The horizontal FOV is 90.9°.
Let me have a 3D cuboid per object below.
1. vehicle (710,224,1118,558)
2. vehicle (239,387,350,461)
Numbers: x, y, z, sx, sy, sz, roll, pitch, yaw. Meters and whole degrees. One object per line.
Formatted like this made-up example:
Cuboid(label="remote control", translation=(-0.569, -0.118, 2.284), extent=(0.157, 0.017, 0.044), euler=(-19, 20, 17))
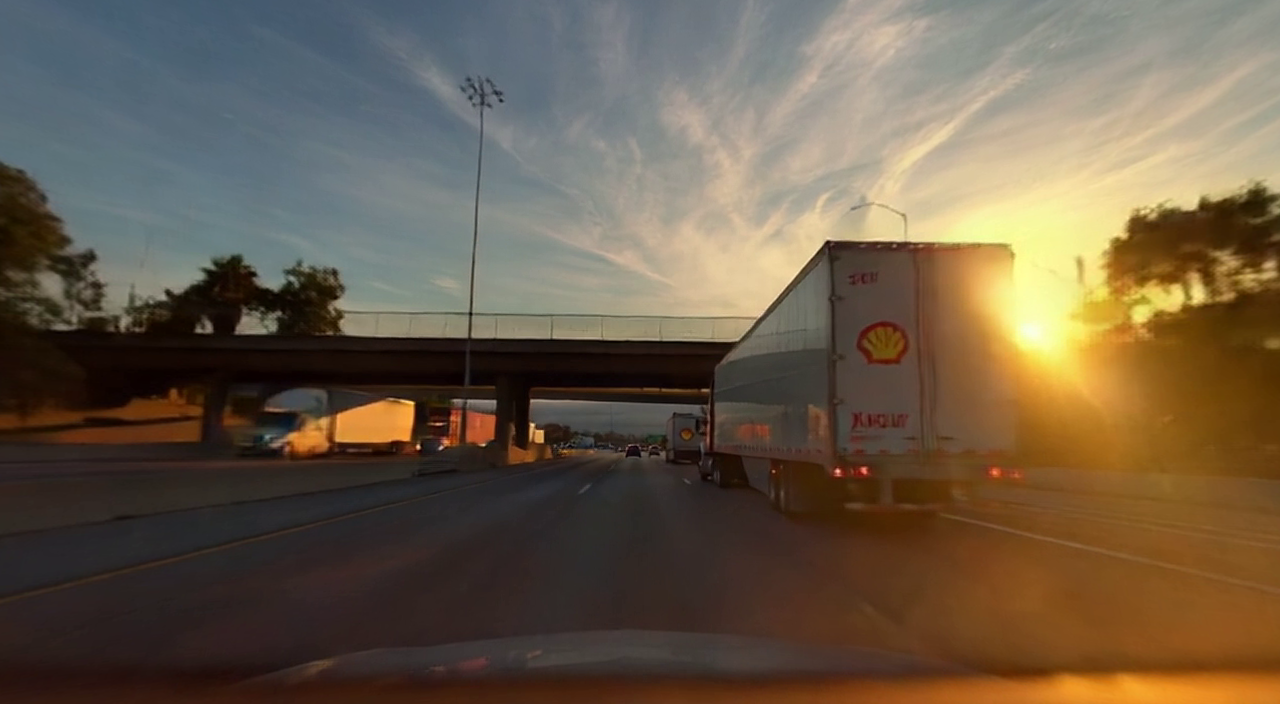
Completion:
Cuboid(label="vehicle", translation=(3.963, 1.443, 14.481), extent=(2.922, 3.987, 14.038), euler=(0, -9, -1))
Cuboid(label="vehicle", translation=(-19.678, 4.237, 36.400), extent=(2.953, 3.898, 5.804), euler=(0, -9, 0))
